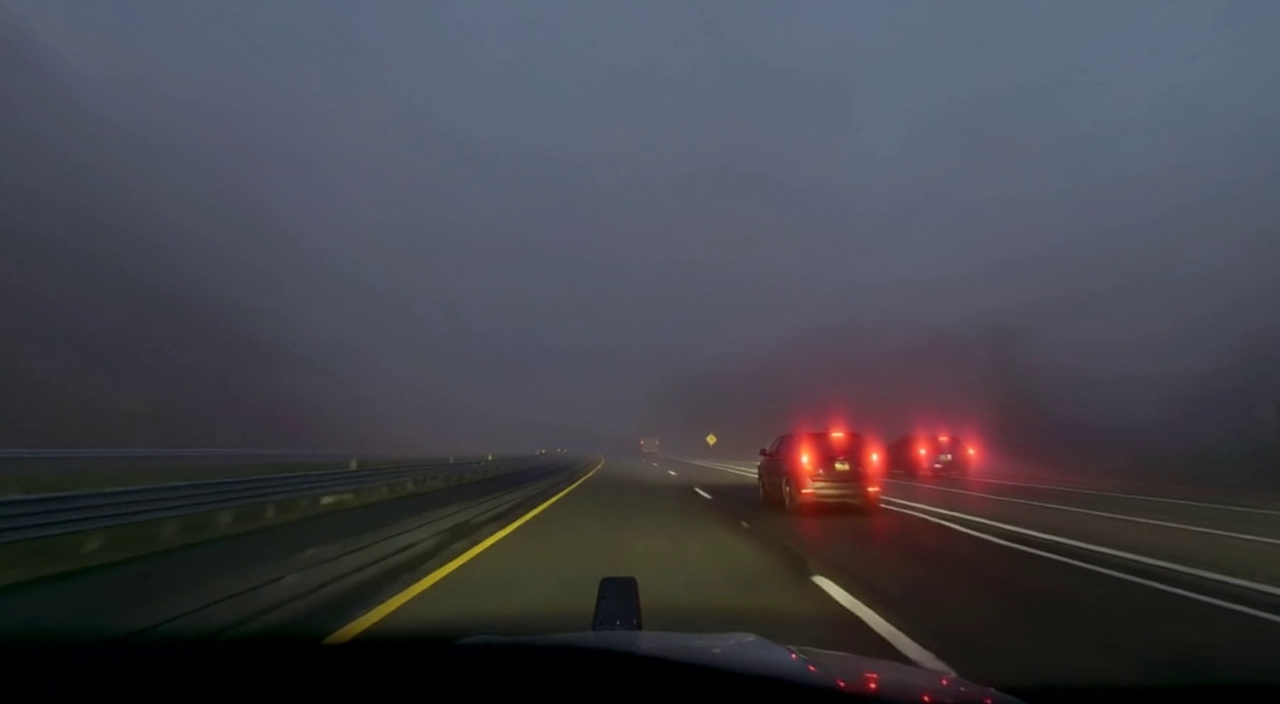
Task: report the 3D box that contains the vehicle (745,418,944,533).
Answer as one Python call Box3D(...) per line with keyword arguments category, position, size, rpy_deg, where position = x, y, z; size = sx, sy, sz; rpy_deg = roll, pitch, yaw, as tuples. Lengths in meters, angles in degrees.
Box3D(category="vehicle", position=(3.612, 2.276, 12.354), size=(2.141, 1.785, 4.778), rpy_deg=(0, -8, -2))
